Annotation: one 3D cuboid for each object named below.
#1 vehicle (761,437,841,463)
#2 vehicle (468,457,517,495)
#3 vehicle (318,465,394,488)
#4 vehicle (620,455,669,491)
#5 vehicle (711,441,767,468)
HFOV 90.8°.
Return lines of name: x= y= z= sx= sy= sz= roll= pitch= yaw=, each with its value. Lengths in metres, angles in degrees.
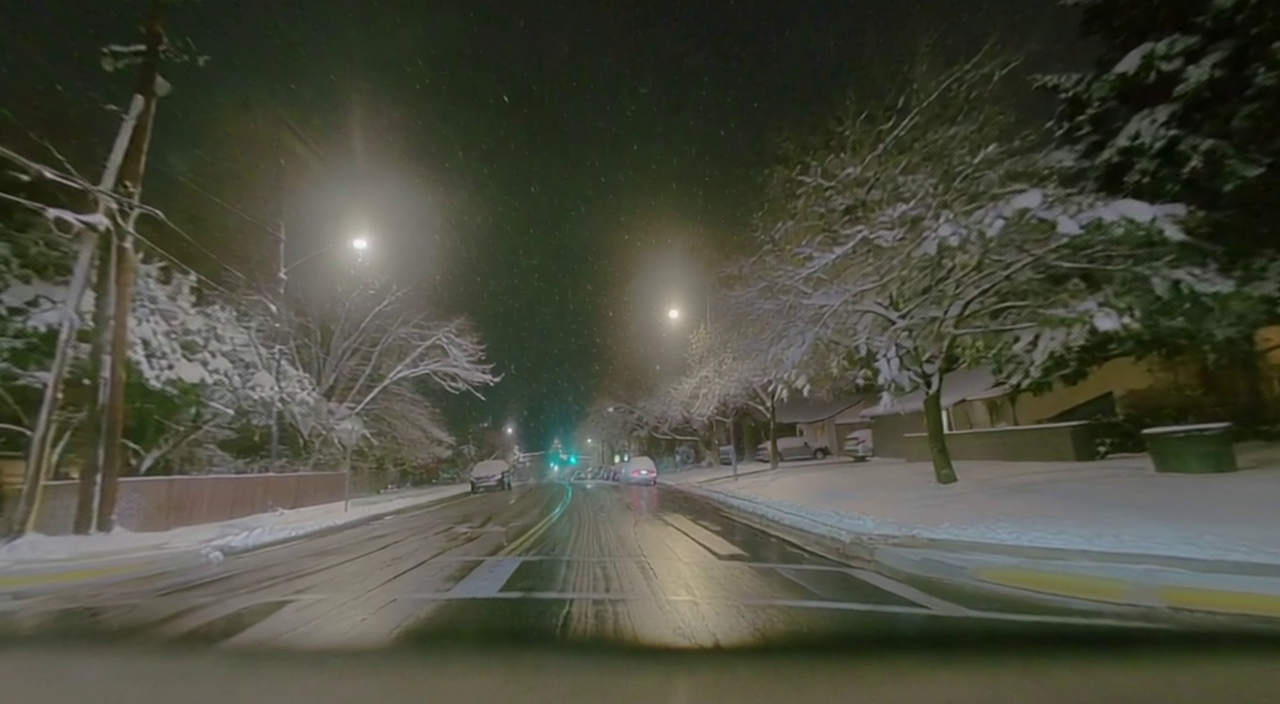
vehicle: x=10.203 y=6.257 z=40.286 sx=4.639 sy=1.634 sz=2.005 roll=-1 pitch=-9 yaw=6
vehicle: x=-8.119 y=6.798 z=35.086 sx=2.155 sy=1.729 sz=4.799 roll=0 pitch=-7 yaw=-7
vehicle: x=-19.927 y=8.767 z=44.361 sx=4.527 sy=1.466 sz=1.880 roll=-2 pitch=-9 yaw=10
vehicle: x=0.166 y=6.897 z=36.253 sx=2.229 sy=1.826 sz=4.611 roll=0 pitch=-9 yaw=-7
vehicle: x=7.318 y=7.495 z=46.294 sx=2.100 sy=1.857 sz=4.611 roll=-7 pitch=-11 yaw=36
